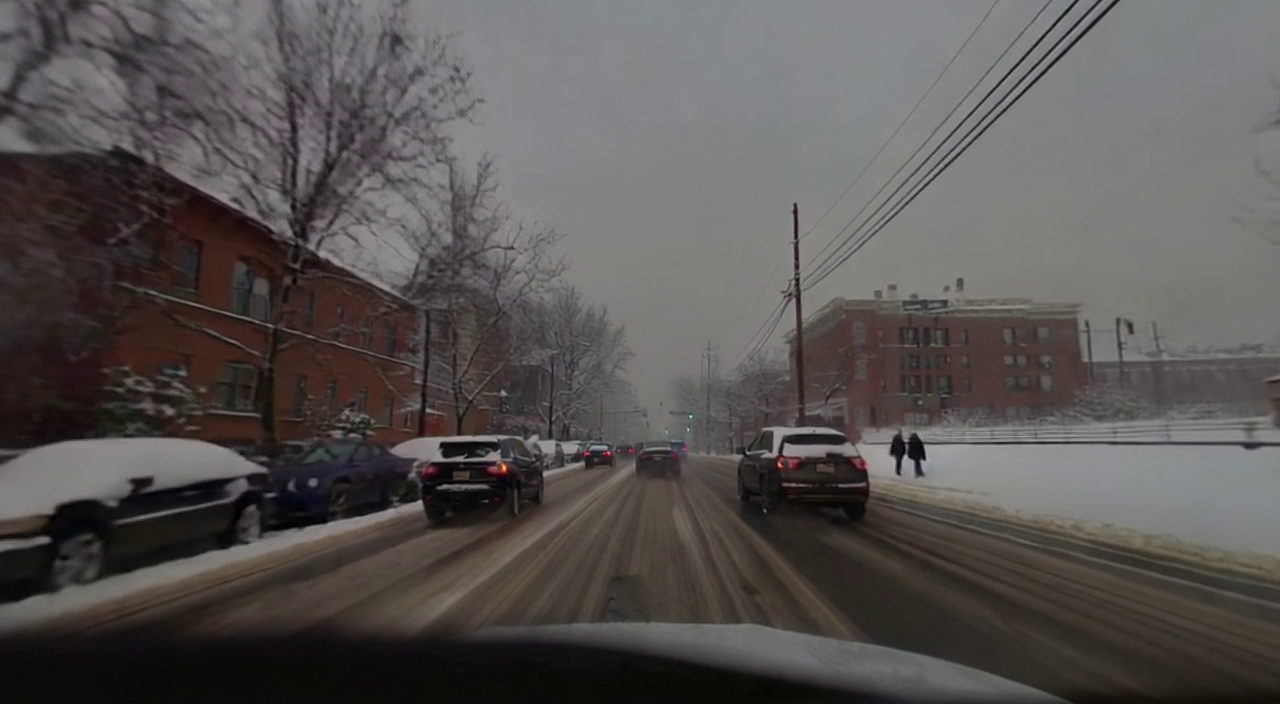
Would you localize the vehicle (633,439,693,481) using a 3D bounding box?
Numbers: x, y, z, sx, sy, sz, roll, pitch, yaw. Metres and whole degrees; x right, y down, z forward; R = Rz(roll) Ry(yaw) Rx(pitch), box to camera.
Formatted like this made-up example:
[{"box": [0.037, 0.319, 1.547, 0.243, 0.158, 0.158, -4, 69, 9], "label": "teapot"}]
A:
[{"box": [0.882, 4.172, 24.718, 2.139, 1.466, 4.373, -1, -8, 1], "label": "vehicle"}]

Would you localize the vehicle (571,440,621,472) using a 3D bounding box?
[{"box": [-2.184, 5.323, 32.536, 2.019, 1.507, 4.643, -1, -8, 2], "label": "vehicle"}]

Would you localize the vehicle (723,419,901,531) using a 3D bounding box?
[{"box": [2.946, 2.224, 12.001, 2.094, 1.709, 4.394, 0, -8, -1], "label": "vehicle"}]

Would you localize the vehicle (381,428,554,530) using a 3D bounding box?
[{"box": [-3.058, 2.337, 12.202, 2.085, 1.619, 3.976, -1, -8, 2], "label": "vehicle"}]

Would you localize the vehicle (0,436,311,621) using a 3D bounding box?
[{"box": [-6.049, 1.773, 7.389, 1.863, 1.506, 4.265, -1, -8, 3], "label": "vehicle"}]
